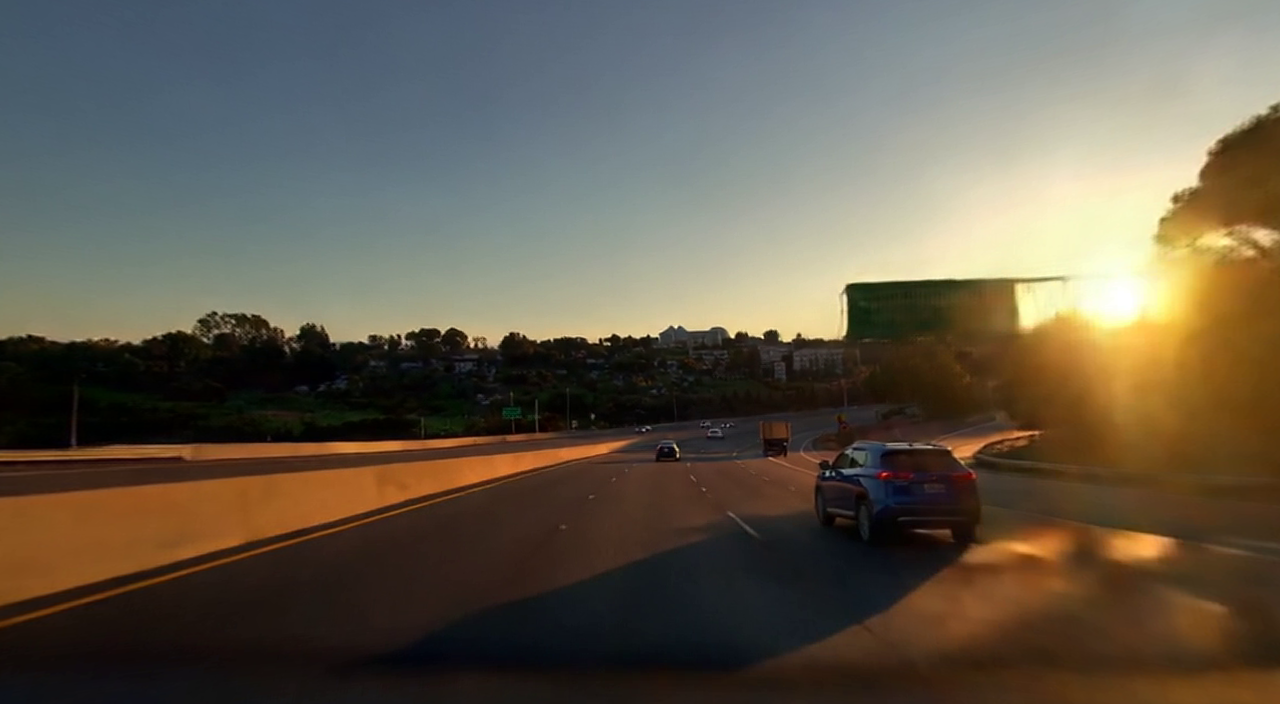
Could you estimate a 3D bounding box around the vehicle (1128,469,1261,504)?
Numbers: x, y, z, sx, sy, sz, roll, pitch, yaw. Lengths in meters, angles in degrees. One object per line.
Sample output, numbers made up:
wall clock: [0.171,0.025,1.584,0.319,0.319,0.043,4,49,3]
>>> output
vehicle: [29.769,7.238,34.081,4.780,1.646,2.120,-4,-9,13]

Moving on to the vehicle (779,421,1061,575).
vehicle: [3.538,1.910,9.113,2.097,1.659,4.320,0,-8,0]

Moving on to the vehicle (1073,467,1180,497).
vehicle: [28.918,7.784,37.727,4.550,1.450,1.876,-5,-6,17]

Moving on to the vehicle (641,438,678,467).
vehicle: [1.360,6.556,41.365,2.181,1.768,4.383,-1,-8,5]

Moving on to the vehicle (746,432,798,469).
vehicle: [8.570,6.483,41.693,2.526,2.230,6.190,0,-8,4]
